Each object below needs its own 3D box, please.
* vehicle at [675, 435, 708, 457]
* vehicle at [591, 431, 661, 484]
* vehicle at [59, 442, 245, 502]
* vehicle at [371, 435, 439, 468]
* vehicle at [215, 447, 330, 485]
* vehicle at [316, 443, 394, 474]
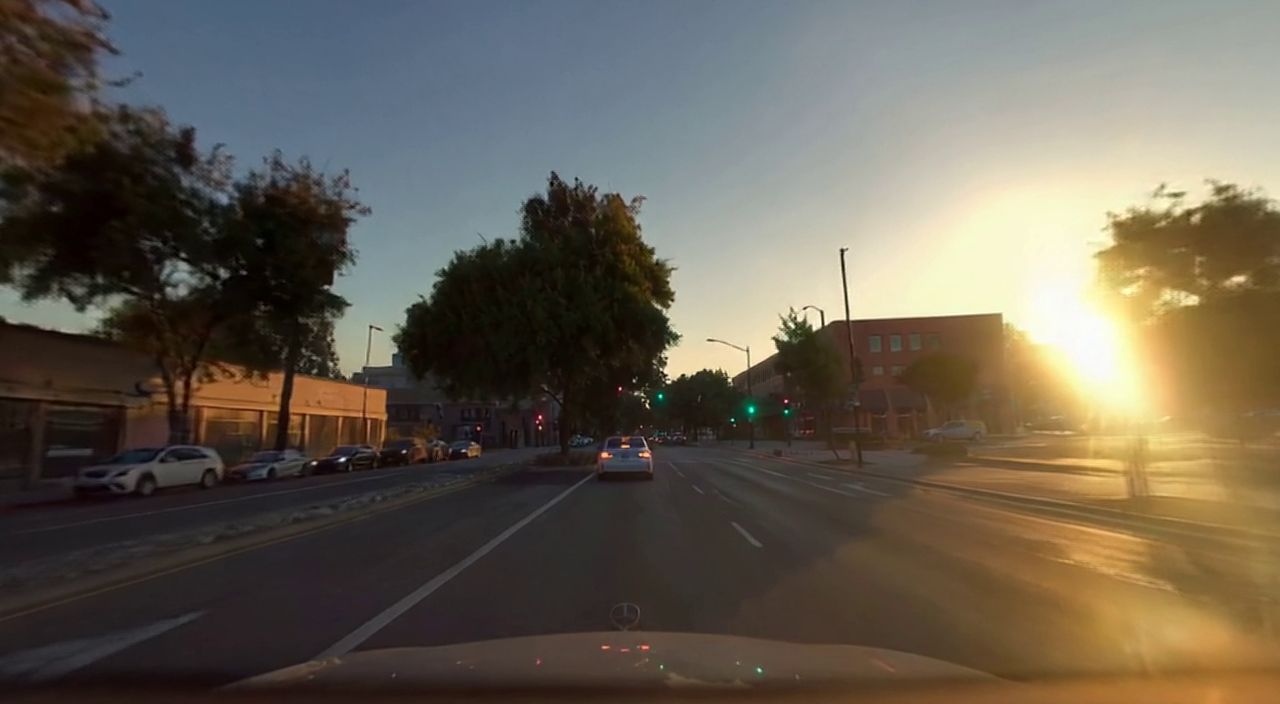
[{"bbox_3d":[3.592,6.725,45.018,2.122,1.454,4.271,-1,-9,2],"label":"vehicle"},{"bbox_3d":[-0.400,3.374,20.423,2.045,1.510,3.690,0,-9,0],"label":"vehicle"},{"bbox_3d":[-15.563,3.804,20.585,2.130,1.692,4.734,-1,-9,2],"label":"vehicle"},{"bbox_3d":[-15.432,6.588,41.902,2.250,1.981,5.861,0,-9,0],"label":"vehicle"},{"bbox_3d":[-15.691,4.864,27.346,1.931,1.455,5.023,0,-9,0],"label":"vehicle"},{"bbox_3d":[-15.619,5.853,34.909,2.131,1.560,4.563,-1,-9,1],"label":"vehicle"}]
